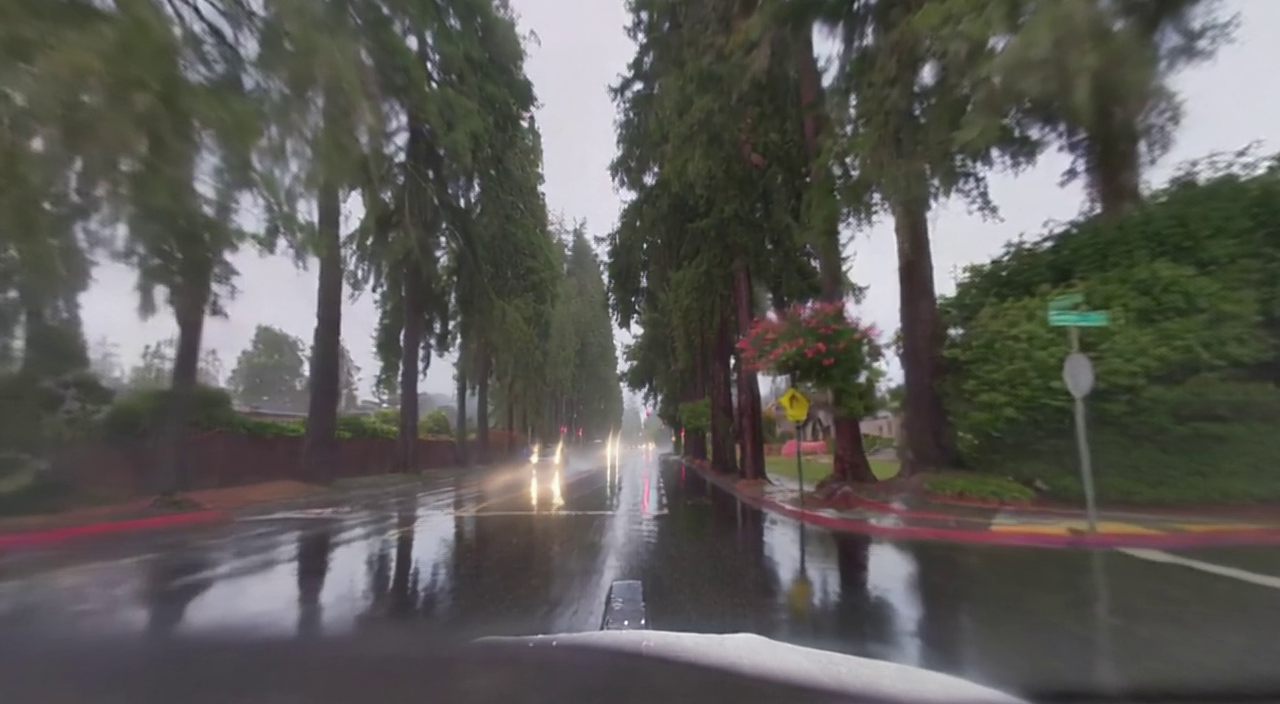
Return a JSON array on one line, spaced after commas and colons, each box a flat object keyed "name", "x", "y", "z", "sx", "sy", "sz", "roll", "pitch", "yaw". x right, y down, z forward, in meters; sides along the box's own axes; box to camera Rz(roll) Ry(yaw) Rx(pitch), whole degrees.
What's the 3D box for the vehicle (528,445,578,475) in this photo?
[{"name": "vehicle", "x": -4.730, "y": 5.924, "z": 34.778, "sx": 1.927, "sy": 1.521, "sz": 4.571, "roll": 0, "pitch": -8, "yaw": 2}]
